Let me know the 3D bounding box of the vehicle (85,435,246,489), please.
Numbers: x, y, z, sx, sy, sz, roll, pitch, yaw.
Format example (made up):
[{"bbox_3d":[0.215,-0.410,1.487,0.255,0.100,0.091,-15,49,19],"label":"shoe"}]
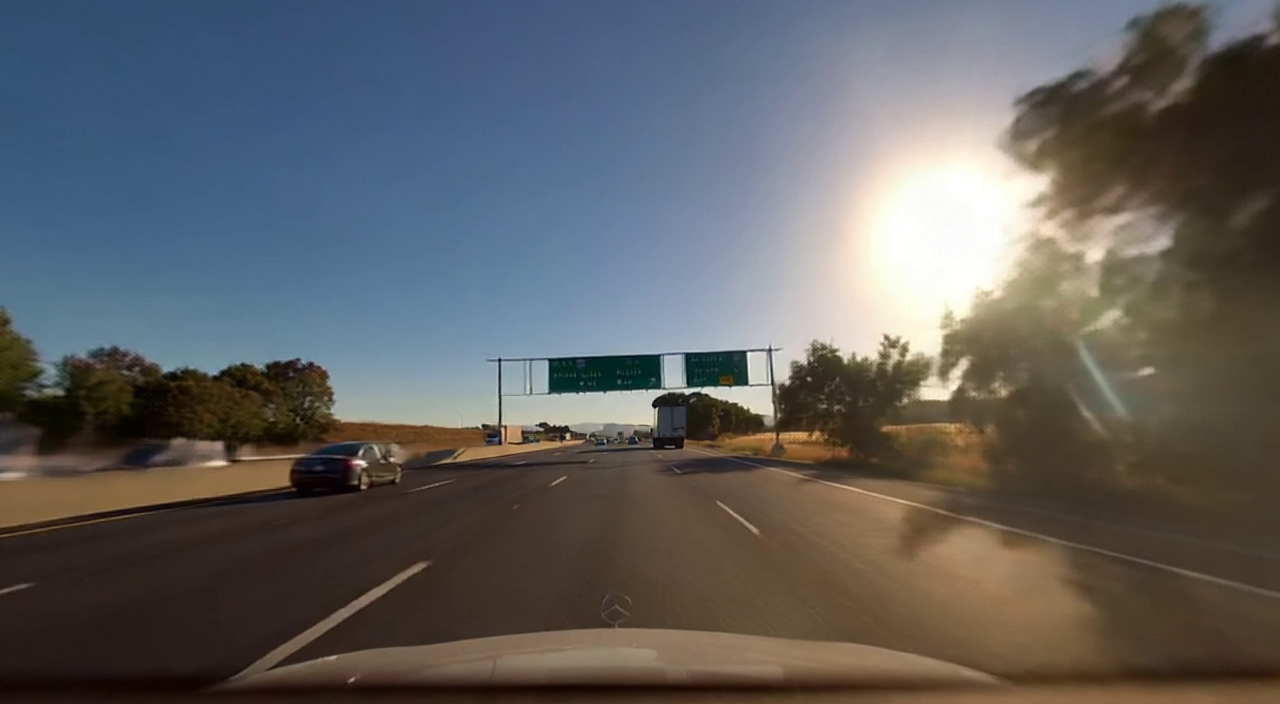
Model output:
[{"bbox_3d":[-15.898,3.667,21.512,1.954,1.599,4.597,0,-8,-1],"label":"vehicle"}]

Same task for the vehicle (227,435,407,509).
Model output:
[{"bbox_3d":[-7.260,2.685,14.775,2.018,1.454,4.290,0,-8,-1],"label":"vehicle"}]
